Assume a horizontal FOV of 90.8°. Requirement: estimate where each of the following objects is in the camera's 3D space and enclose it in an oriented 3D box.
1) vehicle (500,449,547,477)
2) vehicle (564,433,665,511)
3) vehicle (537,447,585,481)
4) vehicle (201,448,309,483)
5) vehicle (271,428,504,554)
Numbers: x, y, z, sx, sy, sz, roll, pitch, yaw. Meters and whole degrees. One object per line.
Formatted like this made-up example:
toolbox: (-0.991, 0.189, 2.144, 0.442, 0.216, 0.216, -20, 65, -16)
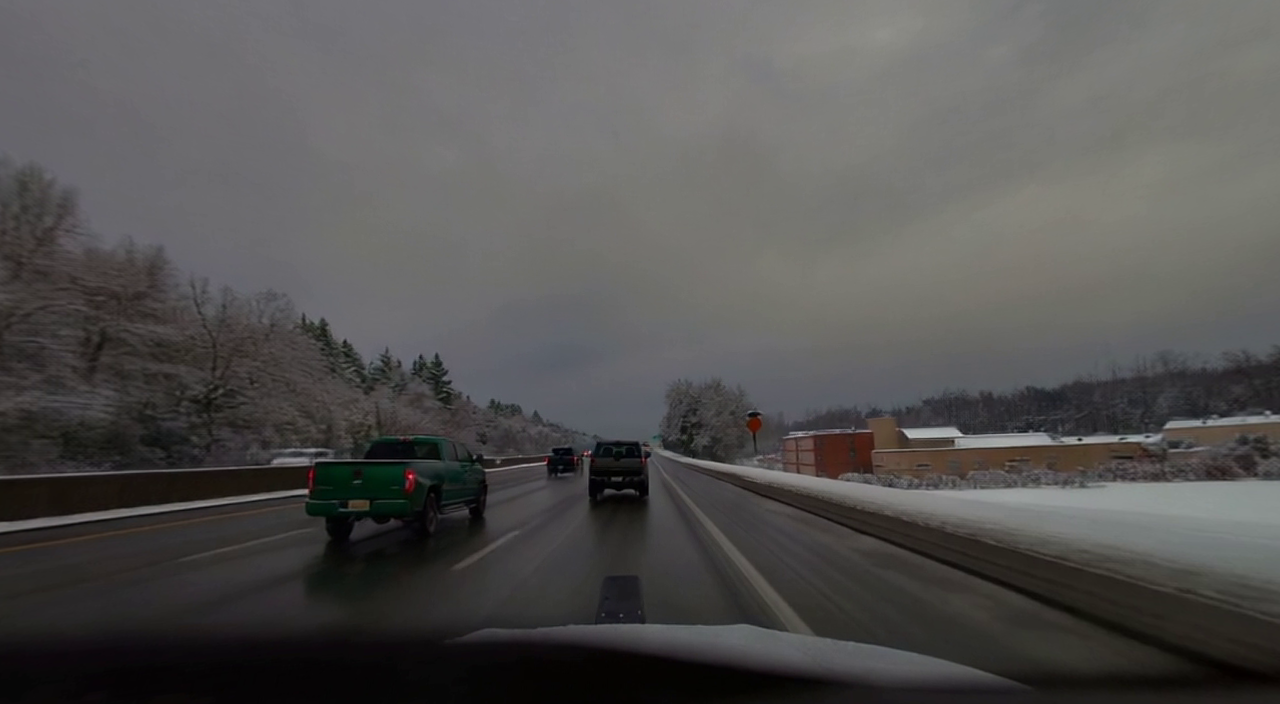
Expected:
vehicle: (-7.738, 7.384, 42.292, 2.115, 1.705, 4.843, 0, -8, 1)
vehicle: (-0.543, 3.059, 16.606, 2.293, 1.753, 4.380, 0, -8, 1)
vehicle: (-4.349, 6.211, 35.420, 1.991, 1.776, 4.333, 0, -8, 1)
vehicle: (-21.509, 6.305, 35.658, 2.341, 1.768, 5.792, 0, -8, 1)
vehicle: (-4.026, 2.284, 11.294, 2.038, 1.704, 5.181, 0, -8, 0)
